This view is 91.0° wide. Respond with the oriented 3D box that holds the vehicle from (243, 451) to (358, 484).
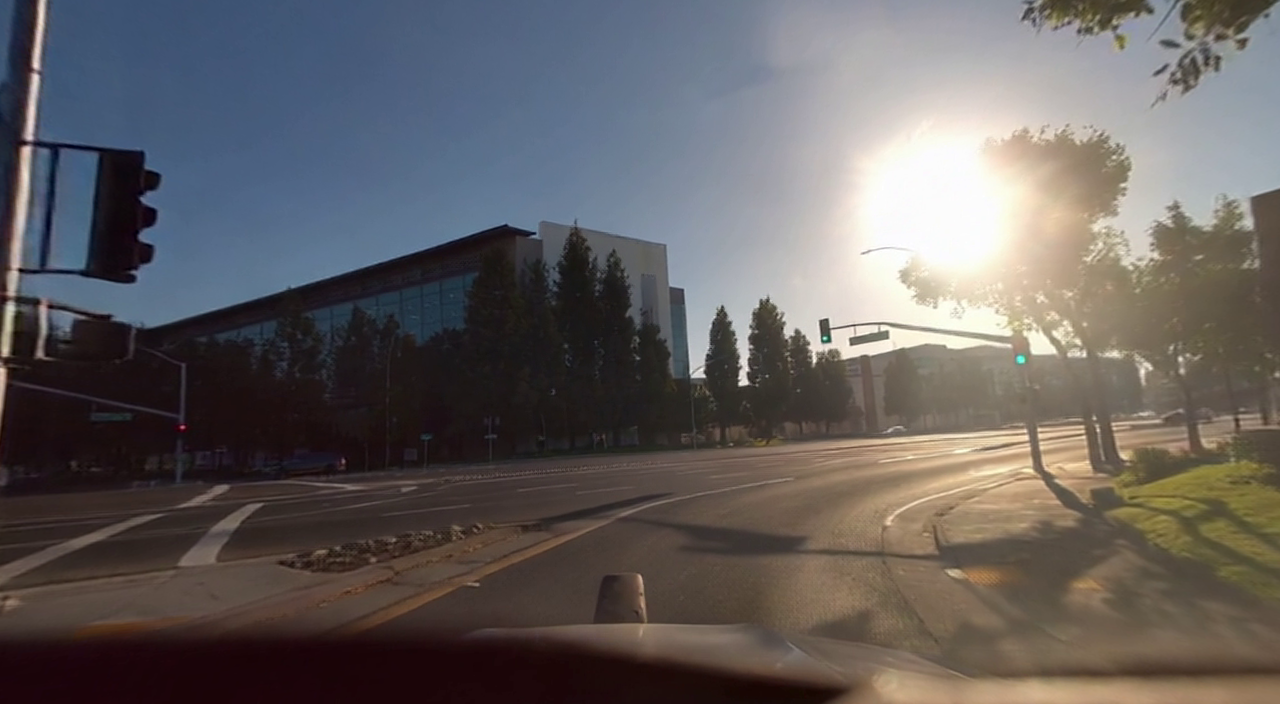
[{"bbox_3d":[-16.609,5.630,30.946,1.811,1.444,4.527,-8,-11,42],"label":"vehicle"}]
